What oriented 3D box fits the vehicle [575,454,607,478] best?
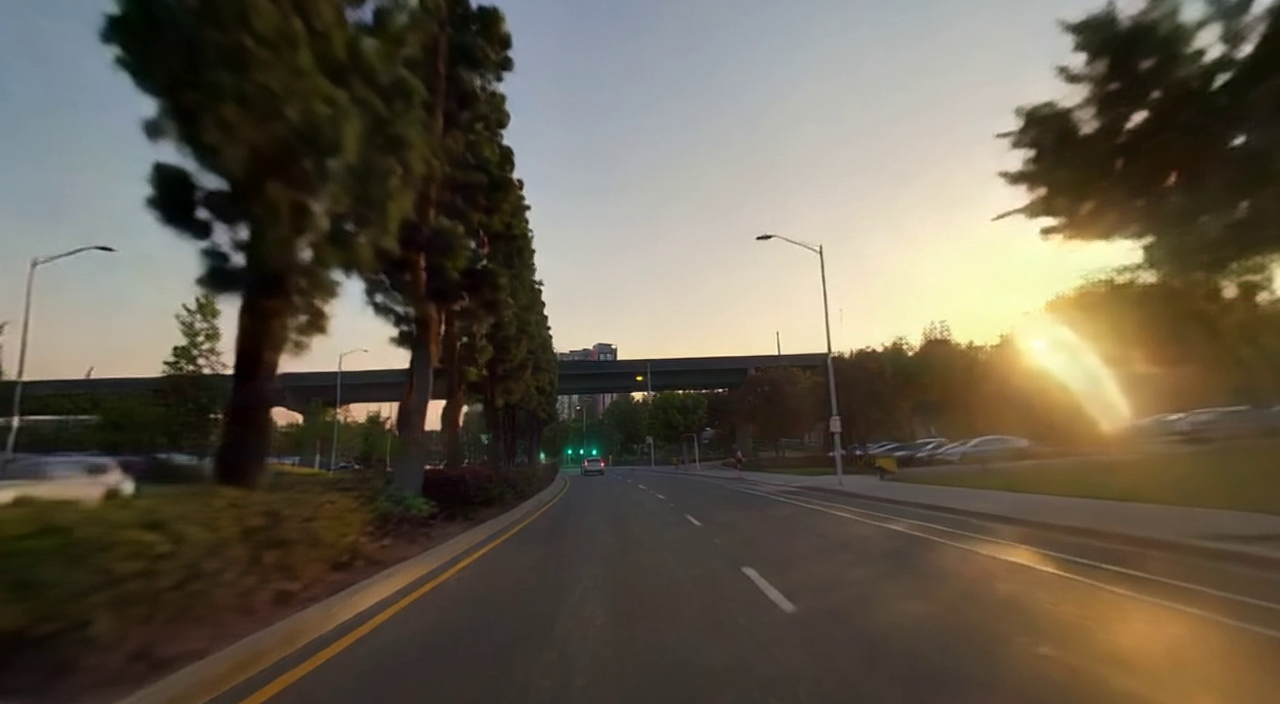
[{"bbox_3d":[-3.860,8.851,49.204,2.184,1.713,4.231,1,-9,-9],"label":"vehicle"}]
